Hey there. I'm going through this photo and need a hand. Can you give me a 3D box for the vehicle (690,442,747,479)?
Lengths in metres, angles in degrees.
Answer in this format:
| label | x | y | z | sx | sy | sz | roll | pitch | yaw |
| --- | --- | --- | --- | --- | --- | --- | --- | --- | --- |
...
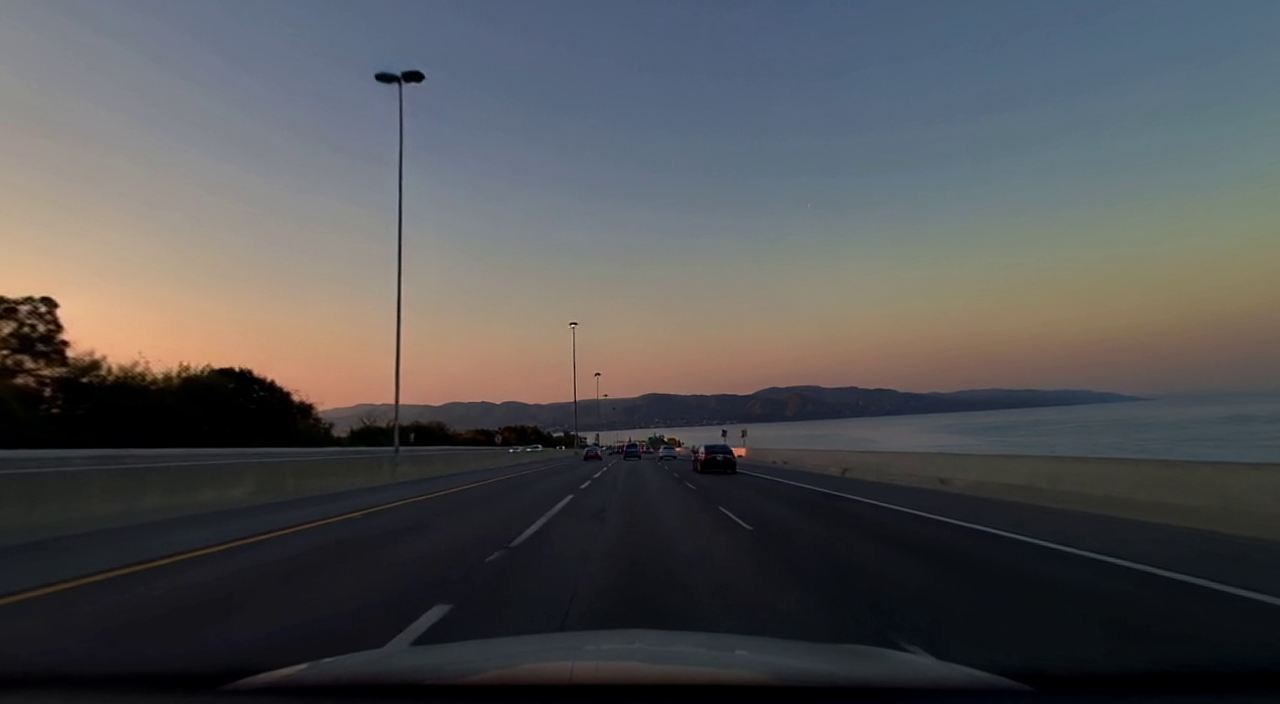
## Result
| label | x | y | z | sx | sy | sz | roll | pitch | yaw |
| --- | --- | --- | --- | --- | --- | --- | --- | --- | --- |
| vehicle | 3.423 | 4.807 | 28.323 | 1.890 | 1.490 | 4.373 | 0 | -8 | -1 |
